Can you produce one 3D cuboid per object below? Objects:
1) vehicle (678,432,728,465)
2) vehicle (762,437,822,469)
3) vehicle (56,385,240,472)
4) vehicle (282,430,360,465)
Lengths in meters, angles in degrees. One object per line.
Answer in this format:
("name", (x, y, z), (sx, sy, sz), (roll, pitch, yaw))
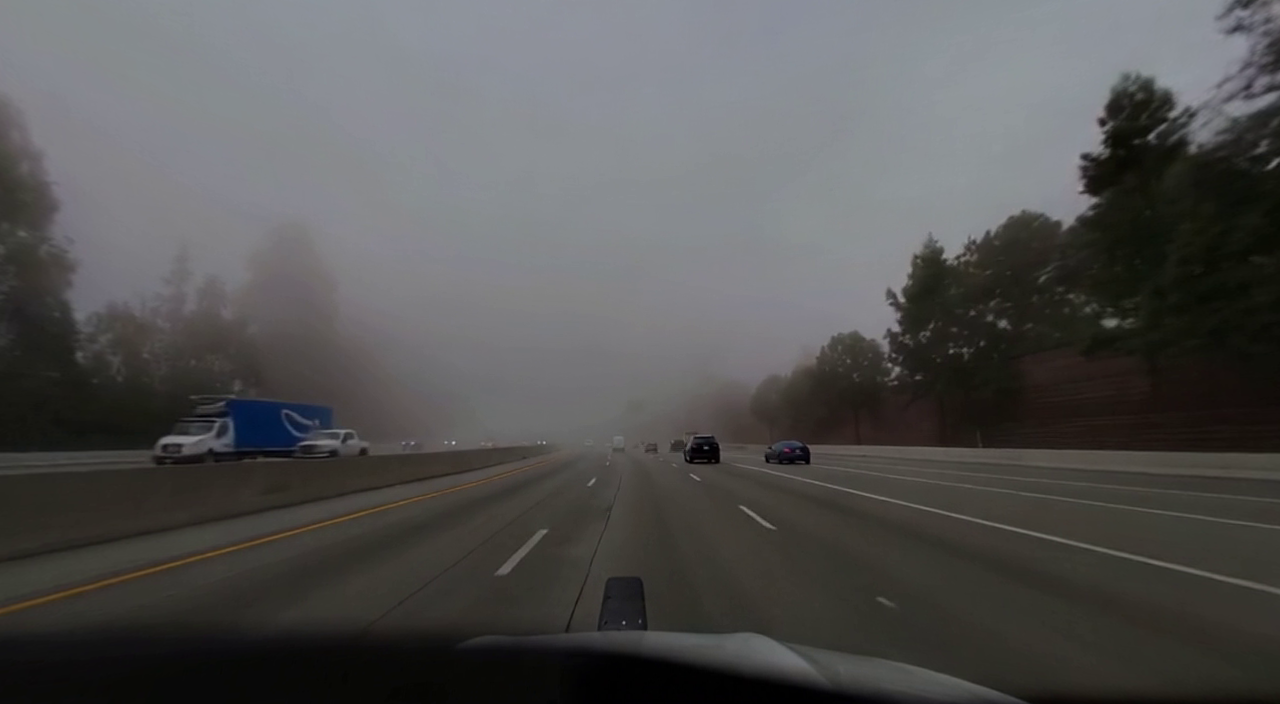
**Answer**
("vehicle", (3.519, 5.495, 35.857), (2.141, 1.732, 4.279), (0, -8, -3))
("vehicle", (7.410, 4.974, 31.204), (1.798, 1.473, 4.077), (0, -8, -2))
("vehicle", (-25.349, 4.119, 33.311), (3.052, 3.978, 8.328), (-1, -8, -1))
("vehicle", (-18.247, 5.480, 36.335), (2.088, 1.852, 4.748), (-1, -8, -2))
